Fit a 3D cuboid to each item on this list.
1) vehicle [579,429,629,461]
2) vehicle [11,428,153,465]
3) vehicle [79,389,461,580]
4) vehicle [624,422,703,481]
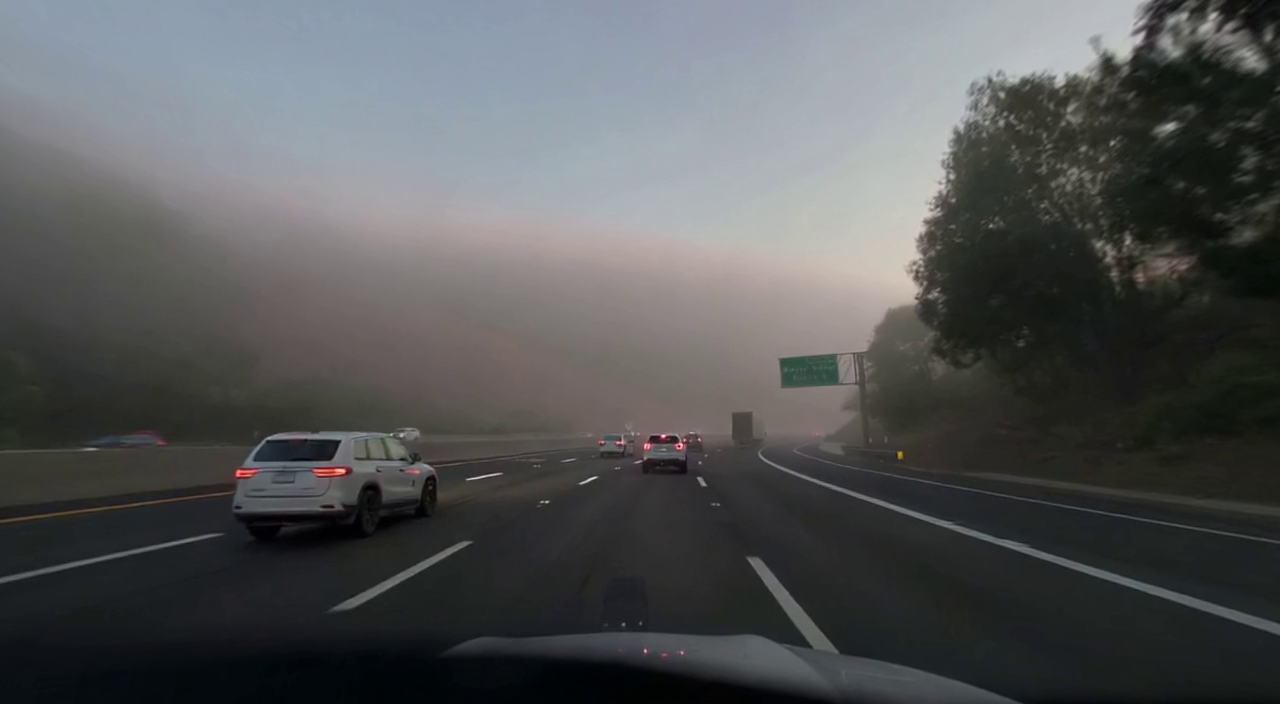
[{"bbox_3d":[-1.974,5.341,36.146,2.194,1.702,4.305,-1,-8,6],"label":"vehicle"},{"bbox_3d":[-24.560,4.185,28.040,2.032,1.461,4.512,-1,-8,3],"label":"vehicle"},{"bbox_3d":[-3.992,1.517,7.982,2.077,1.712,4.406,0,-8,1],"label":"vehicle"},{"bbox_3d":[0.861,3.458,22.107,2.484,1.820,4.497,-1,-8,3],"label":"vehicle"}]
